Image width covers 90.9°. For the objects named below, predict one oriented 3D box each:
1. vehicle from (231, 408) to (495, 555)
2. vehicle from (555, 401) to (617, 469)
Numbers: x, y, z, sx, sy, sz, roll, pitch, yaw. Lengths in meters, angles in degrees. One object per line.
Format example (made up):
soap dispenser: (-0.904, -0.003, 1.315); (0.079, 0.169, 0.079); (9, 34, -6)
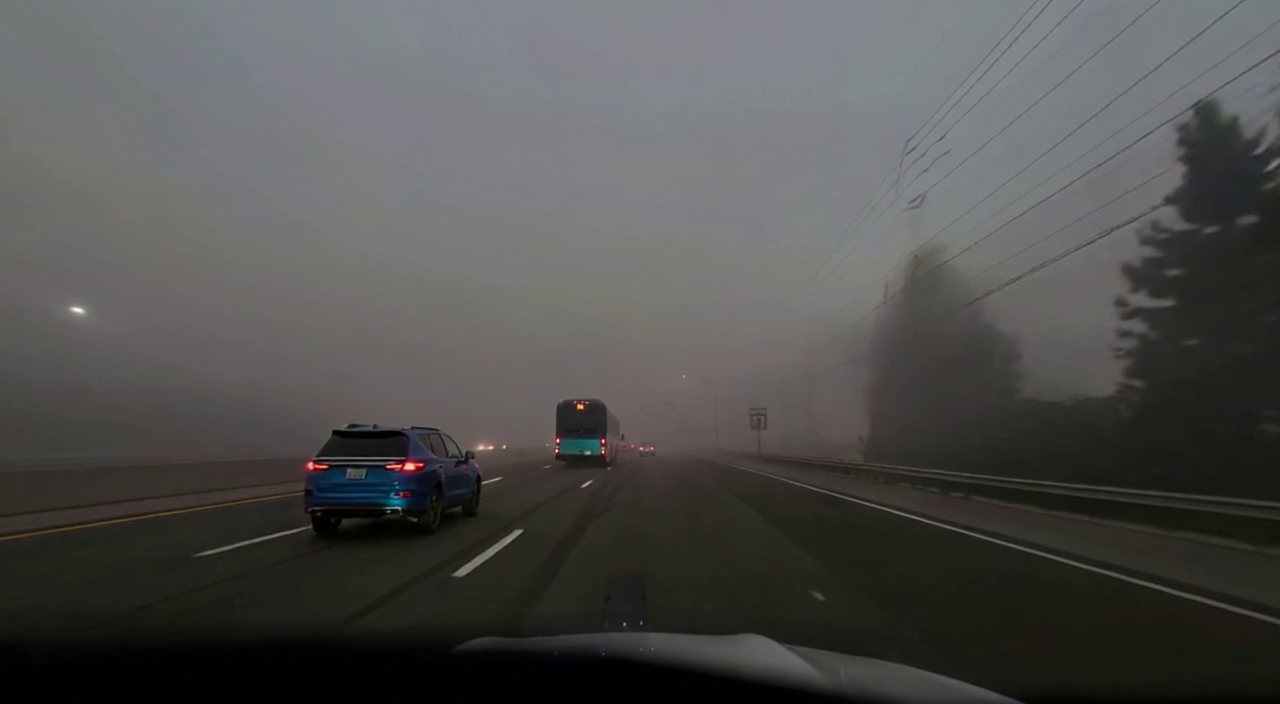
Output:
vehicle: (-3.779, 1.851, 9.651); (2.021, 1.730, 4.223); (0, -8, 1)
vehicle: (-3.189, 5.453, 40.788); (2.964, 3.735, 11.465); (0, -8, 0)
